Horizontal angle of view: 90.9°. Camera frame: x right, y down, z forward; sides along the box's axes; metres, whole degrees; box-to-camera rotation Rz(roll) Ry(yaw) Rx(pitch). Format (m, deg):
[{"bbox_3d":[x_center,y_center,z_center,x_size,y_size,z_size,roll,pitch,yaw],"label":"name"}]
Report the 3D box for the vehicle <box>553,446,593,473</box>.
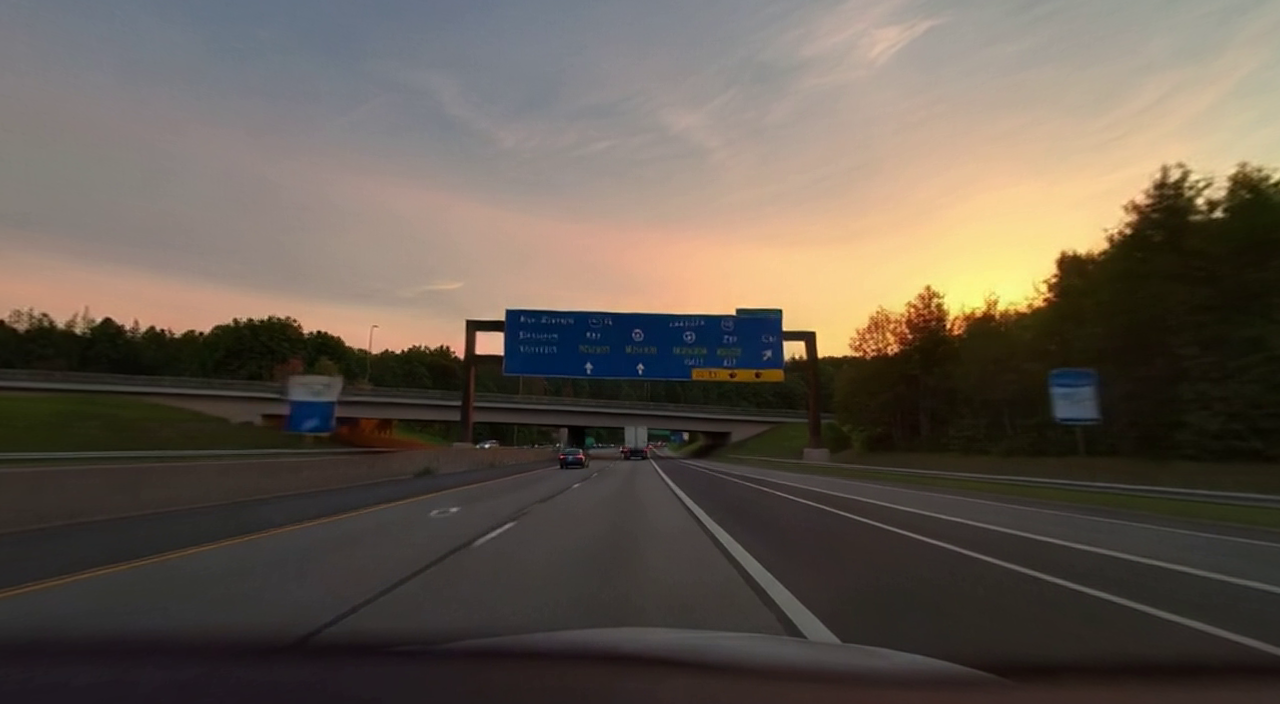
[{"bbox_3d":[-4.146,6.735,39.648,2.042,1.526,4.516,0,-9,0],"label":"vehicle"}]
